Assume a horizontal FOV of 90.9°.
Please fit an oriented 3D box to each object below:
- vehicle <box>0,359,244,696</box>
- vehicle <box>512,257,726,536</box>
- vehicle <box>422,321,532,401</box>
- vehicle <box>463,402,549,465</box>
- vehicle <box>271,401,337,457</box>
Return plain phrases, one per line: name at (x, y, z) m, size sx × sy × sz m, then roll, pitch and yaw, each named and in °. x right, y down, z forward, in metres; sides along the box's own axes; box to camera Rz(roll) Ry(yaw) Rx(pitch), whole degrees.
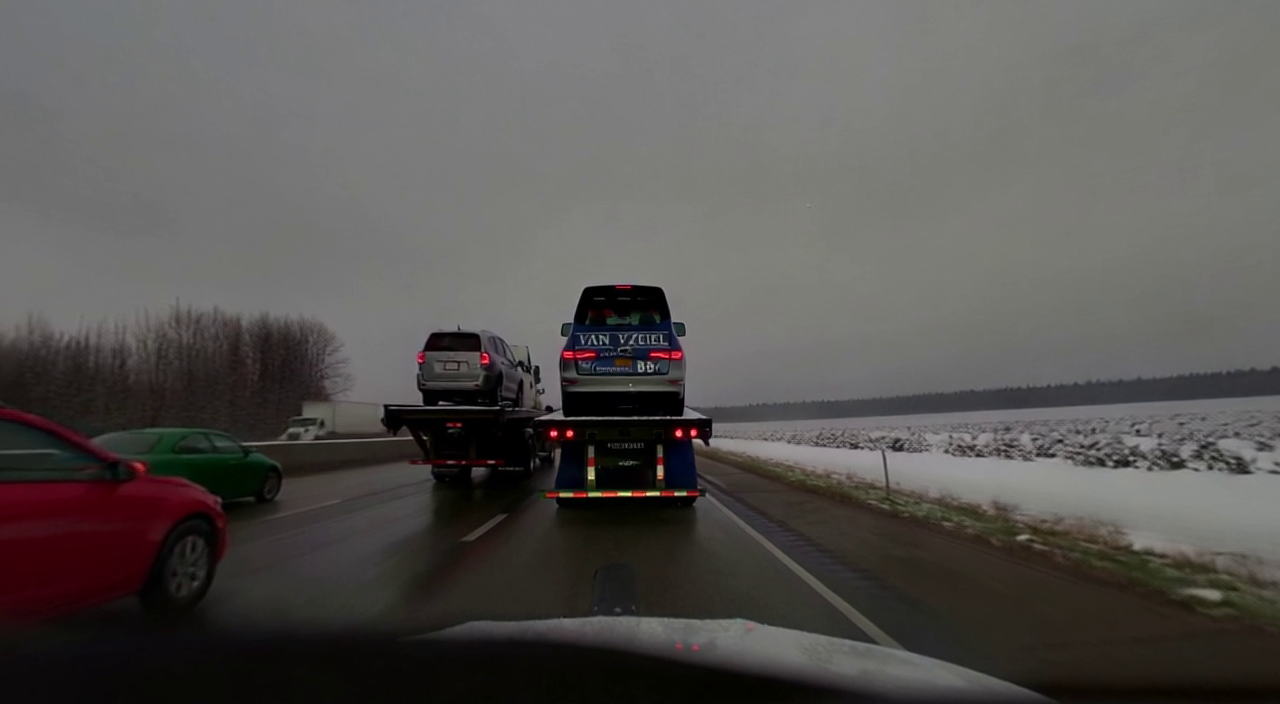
vehicle at (-4.150, 0.849, 2.908) m, size 1.914 × 1.675 × 4.331 m, roll 0°, pitch -7°, yaw -2°
vehicle at (-0.450, 1.131, 12.836) m, size 2.738 × 3.628 × 9.223 m, roll 0°, pitch -7°, yaw -2°
vehicle at (-4.551, 0.395, 18.369) m, size 2.118 × 1.799 × 4.591 m, roll 0°, pitch -7°, yaw -2°
vehicle at (-4.631, 2.889, 22.468) m, size 2.258 × 1.970 × 4.402 m, roll -1°, pitch -7°, yaw -2°
vehicle at (-25.025, 5.756, 47.073) m, size 3.057 × 4.021 × 3.104 m, roll 0°, pitch -7°, yaw -1°
